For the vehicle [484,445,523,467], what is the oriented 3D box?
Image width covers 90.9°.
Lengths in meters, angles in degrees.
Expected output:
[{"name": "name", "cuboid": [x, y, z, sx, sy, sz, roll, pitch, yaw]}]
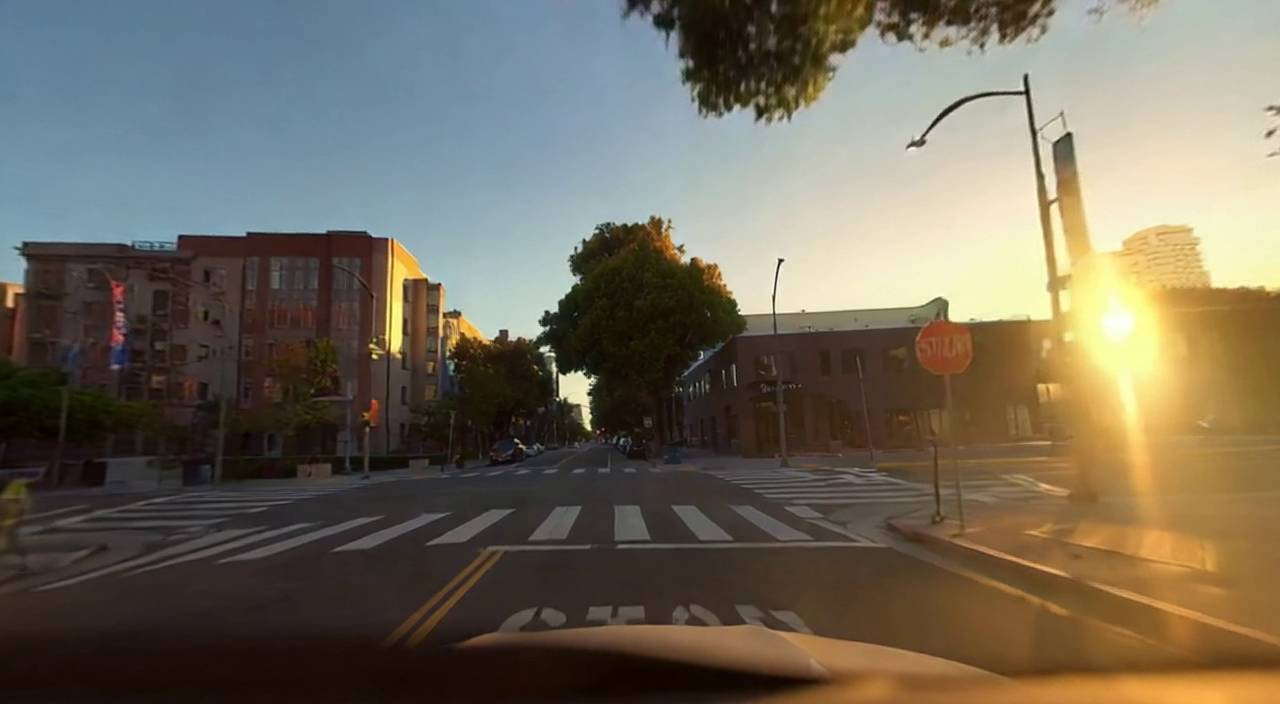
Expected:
[{"name": "vehicle", "cuboid": [-9.964, 7.595, 46.335, 2.033, 1.491, 4.298, 0, -8, -2]}]
